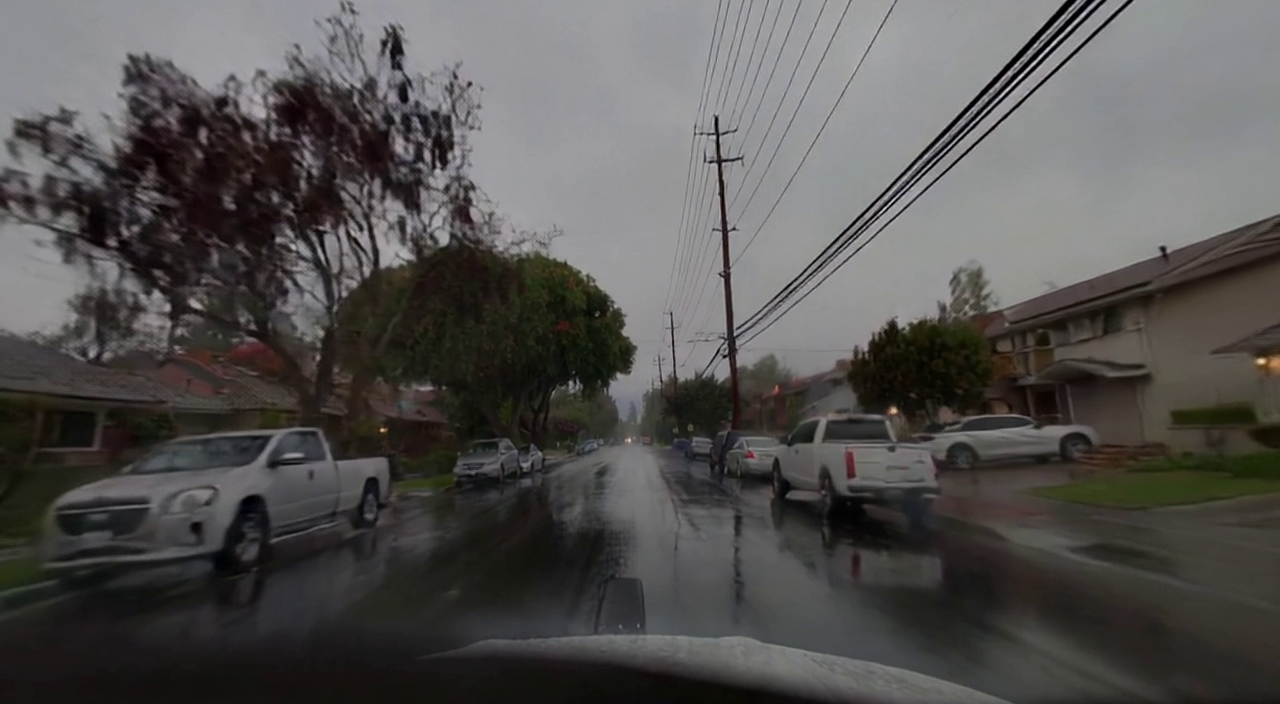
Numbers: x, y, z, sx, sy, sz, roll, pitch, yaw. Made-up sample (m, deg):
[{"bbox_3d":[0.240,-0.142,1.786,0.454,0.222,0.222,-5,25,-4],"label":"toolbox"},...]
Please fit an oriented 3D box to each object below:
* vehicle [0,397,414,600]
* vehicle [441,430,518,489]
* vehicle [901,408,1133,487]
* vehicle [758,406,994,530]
[{"bbox_3d":[-5.444,1.848,9.246,2.285,1.895,5.883,-3,-8,-1],"label":"vehicle"},{"bbox_3d":[-5.789,3.883,23.312,2.046,1.825,4.627,-2,-7,-6],"label":"vehicle"},{"bbox_3d":[10.677,2.704,18.187,5.376,1.914,1.988,-2,-7,-3],"label":"vehicle"},{"bbox_3d":[4.092,2.156,12.381,2.279,1.848,5.577,0,-8,-2],"label":"vehicle"}]
